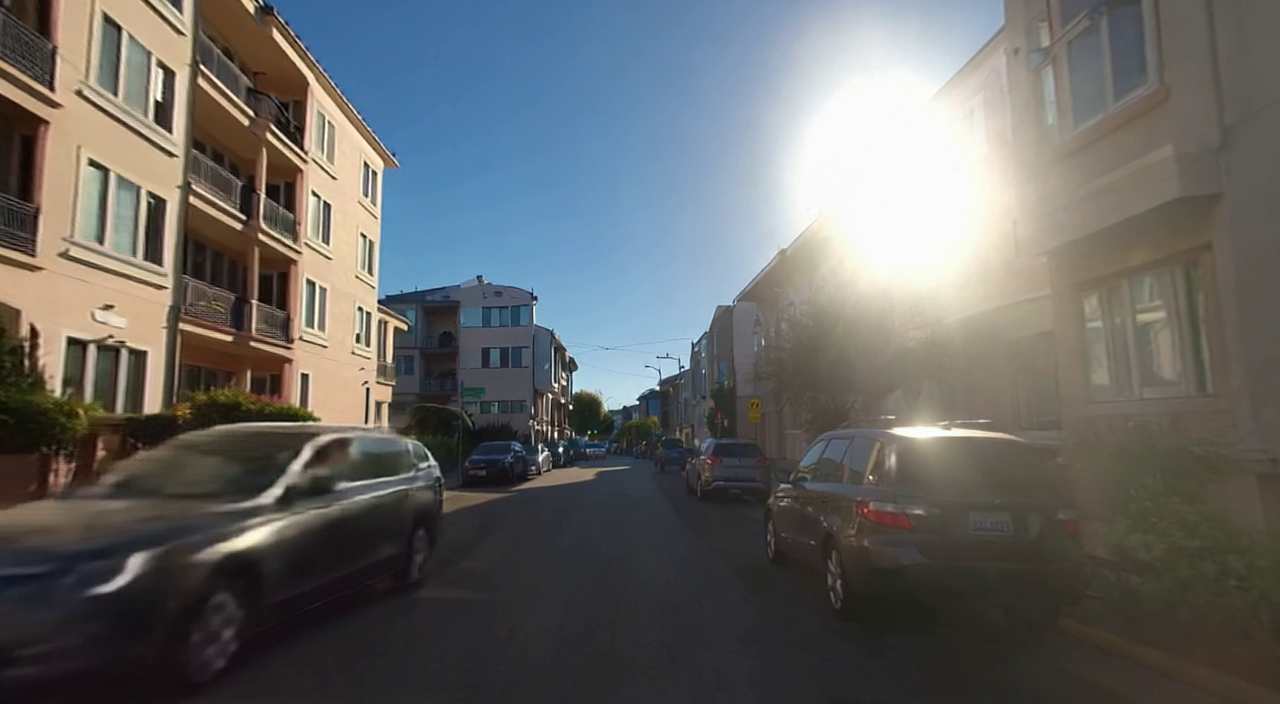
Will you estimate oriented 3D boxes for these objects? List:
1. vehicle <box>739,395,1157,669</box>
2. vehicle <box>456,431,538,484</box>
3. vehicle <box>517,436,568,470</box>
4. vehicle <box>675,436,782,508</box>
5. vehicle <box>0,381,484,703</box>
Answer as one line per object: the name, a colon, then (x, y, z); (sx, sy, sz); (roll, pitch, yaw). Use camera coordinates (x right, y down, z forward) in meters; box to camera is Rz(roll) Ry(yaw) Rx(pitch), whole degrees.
vehicle: (2.229, 1.378, 5.932); (1.839, 1.678, 3.918); (0, -8, -2)
vehicle: (-4.921, 3.719, 22.300); (1.942, 1.521, 3.761); (5, -9, 0)
vehicle: (-4.881, 5.148, 32.129); (1.872, 1.484, 3.978); (5, -9, 0)
vehicle: (1.954, 2.771, 15.184); (1.786, 1.447, 4.314); (0, -8, -2)
vehicle: (-2.522, 1.122, 4.230); (1.845, 1.544, 3.388); (-1, -8, 4)
